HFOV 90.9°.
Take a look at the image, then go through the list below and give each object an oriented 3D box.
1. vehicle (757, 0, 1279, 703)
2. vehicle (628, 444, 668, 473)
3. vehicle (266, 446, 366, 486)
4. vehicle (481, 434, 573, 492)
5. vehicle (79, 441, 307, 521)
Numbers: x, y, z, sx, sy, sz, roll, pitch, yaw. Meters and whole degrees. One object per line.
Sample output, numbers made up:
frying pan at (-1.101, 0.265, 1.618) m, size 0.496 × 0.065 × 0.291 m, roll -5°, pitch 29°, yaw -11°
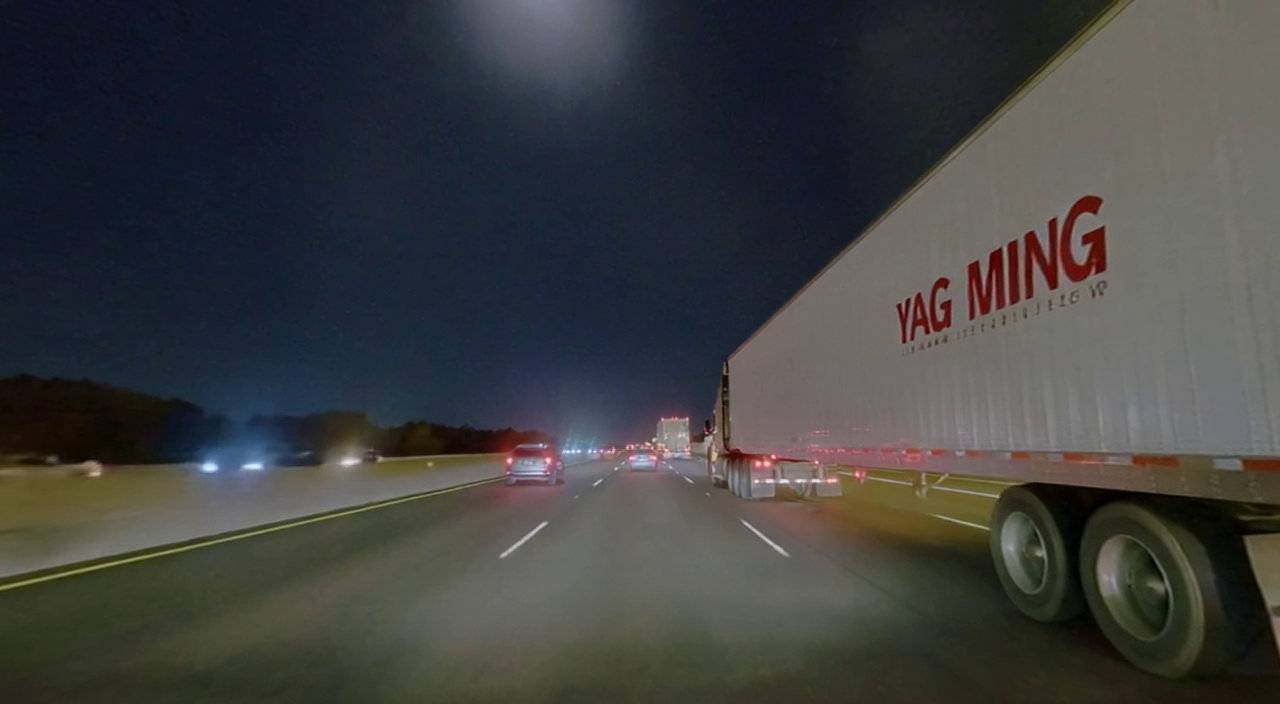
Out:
vehicle at (3.872, 0.289, 6.981) m, size 2.821 × 4.077 × 12.562 m, roll 0°, pitch -9°, yaw 0°
vehicle at (0.409, 5.738, 34.300) m, size 2.063 × 1.469 × 4.208 m, roll 0°, pitch -9°, yaw 0°
vehicle at (-16.079, 5.670, 31.728) m, size 2.097 × 1.801 × 5.408 m, roll 0°, pitch -9°, yaw 1°
vehicle at (-3.697, 3.755, 21.684) m, size 2.091 × 1.722 × 4.974 m, roll 0°, pitch -9°, yaw 2°
vehicle at (-9.596, 2.771, 14.118) m, size 1.910 × 1.496 × 4.323 m, roll 0°, pitch -9°, yaw 0°
